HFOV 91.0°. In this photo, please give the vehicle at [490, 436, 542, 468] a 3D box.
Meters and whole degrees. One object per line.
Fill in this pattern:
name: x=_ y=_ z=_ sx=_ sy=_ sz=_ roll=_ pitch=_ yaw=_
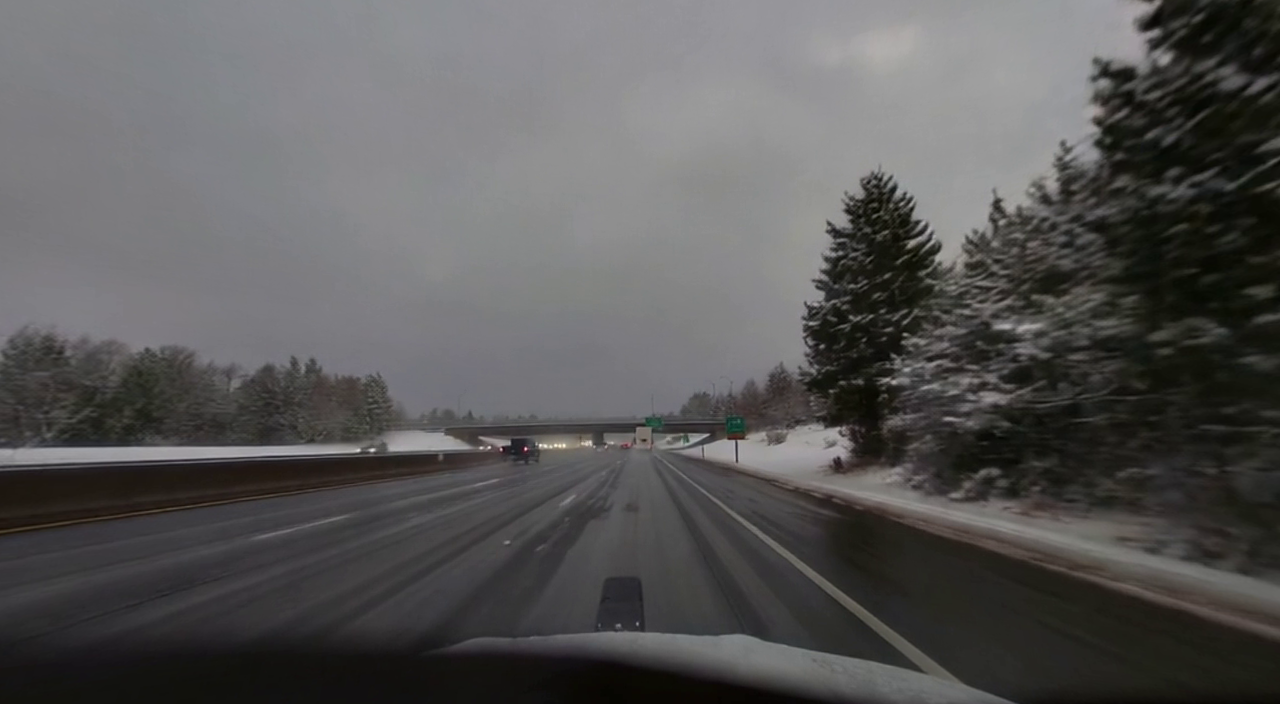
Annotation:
vehicle: x=-7.180 y=5.853 z=36.886 sx=2.070 sy=1.738 sz=4.733 roll=0 pitch=-8 yaw=0
